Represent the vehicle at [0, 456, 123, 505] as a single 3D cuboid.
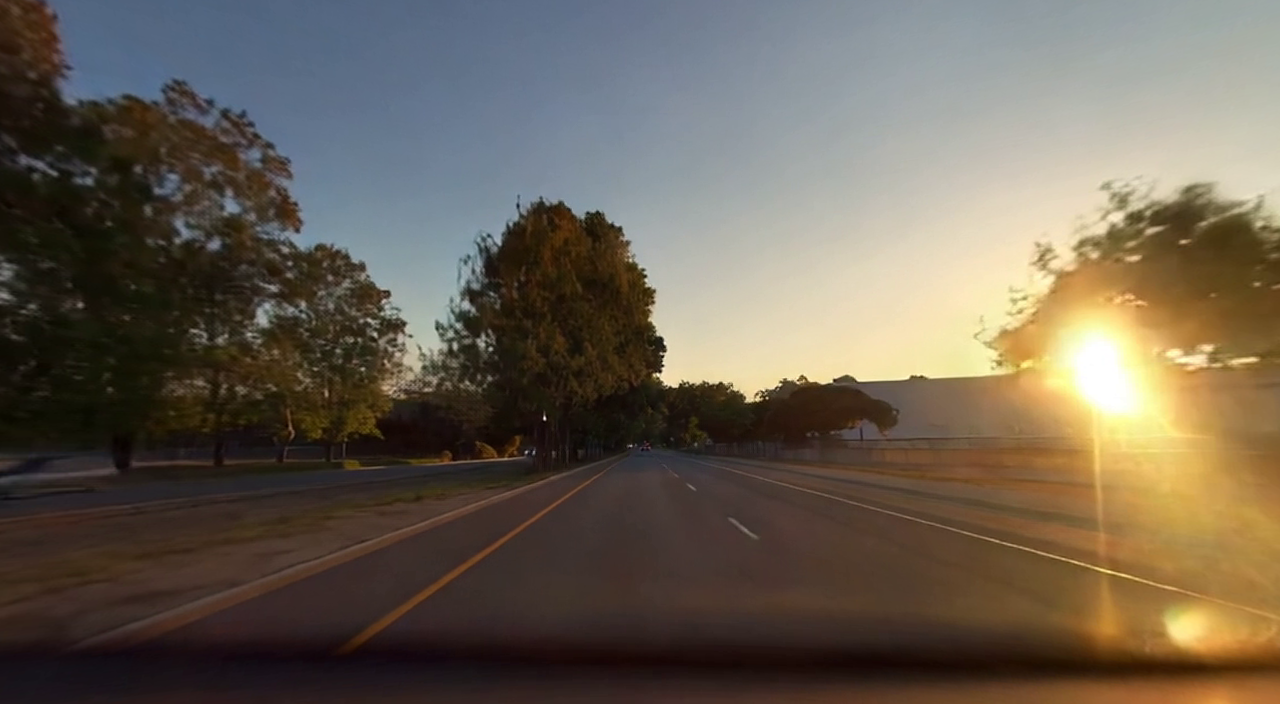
[{"bbox_3d":[-21.433,4.515,22.546,1.913,1.457,4.700,0,-9,0],"label":"vehicle"}]
